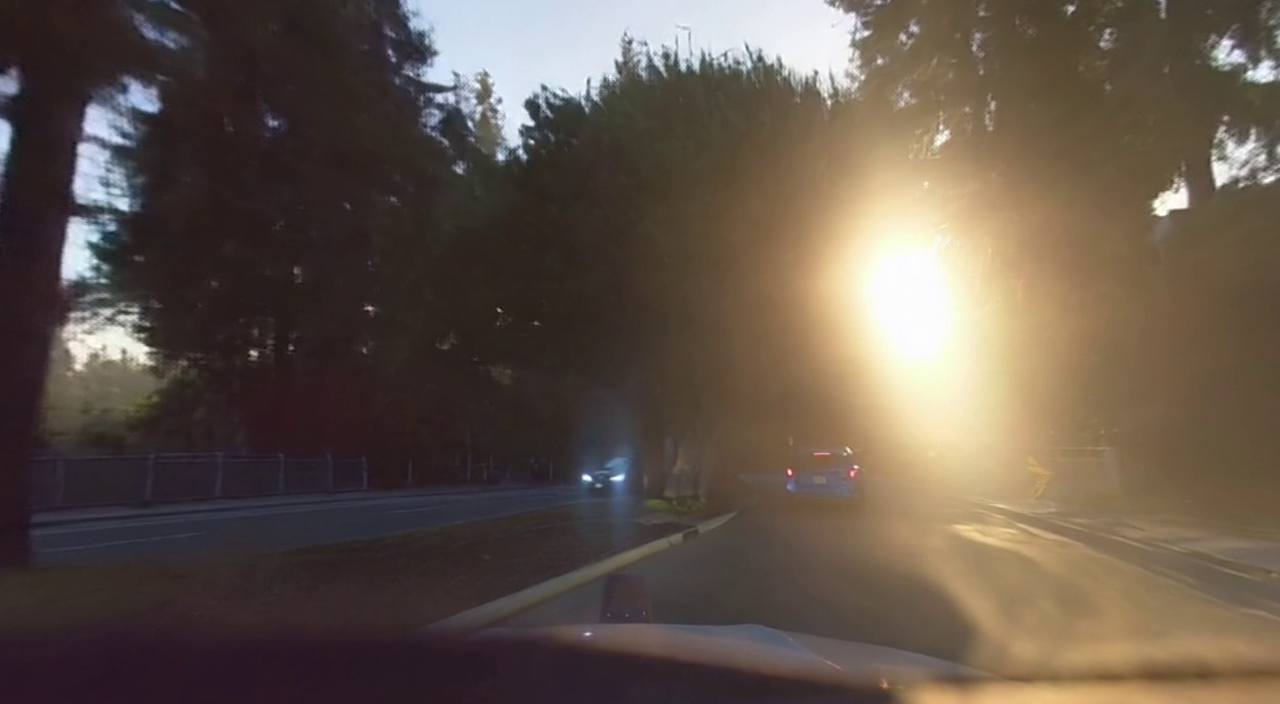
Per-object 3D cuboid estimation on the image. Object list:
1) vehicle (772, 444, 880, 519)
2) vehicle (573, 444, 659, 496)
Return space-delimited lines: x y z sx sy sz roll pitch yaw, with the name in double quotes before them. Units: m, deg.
"vehicle" 4.577 3.023 15.326 2.148 1.521 4.089 -3 -9 19
"vehicle" -0.864 4.889 26.703 2.150 1.927 5.209 -3 -9 15
